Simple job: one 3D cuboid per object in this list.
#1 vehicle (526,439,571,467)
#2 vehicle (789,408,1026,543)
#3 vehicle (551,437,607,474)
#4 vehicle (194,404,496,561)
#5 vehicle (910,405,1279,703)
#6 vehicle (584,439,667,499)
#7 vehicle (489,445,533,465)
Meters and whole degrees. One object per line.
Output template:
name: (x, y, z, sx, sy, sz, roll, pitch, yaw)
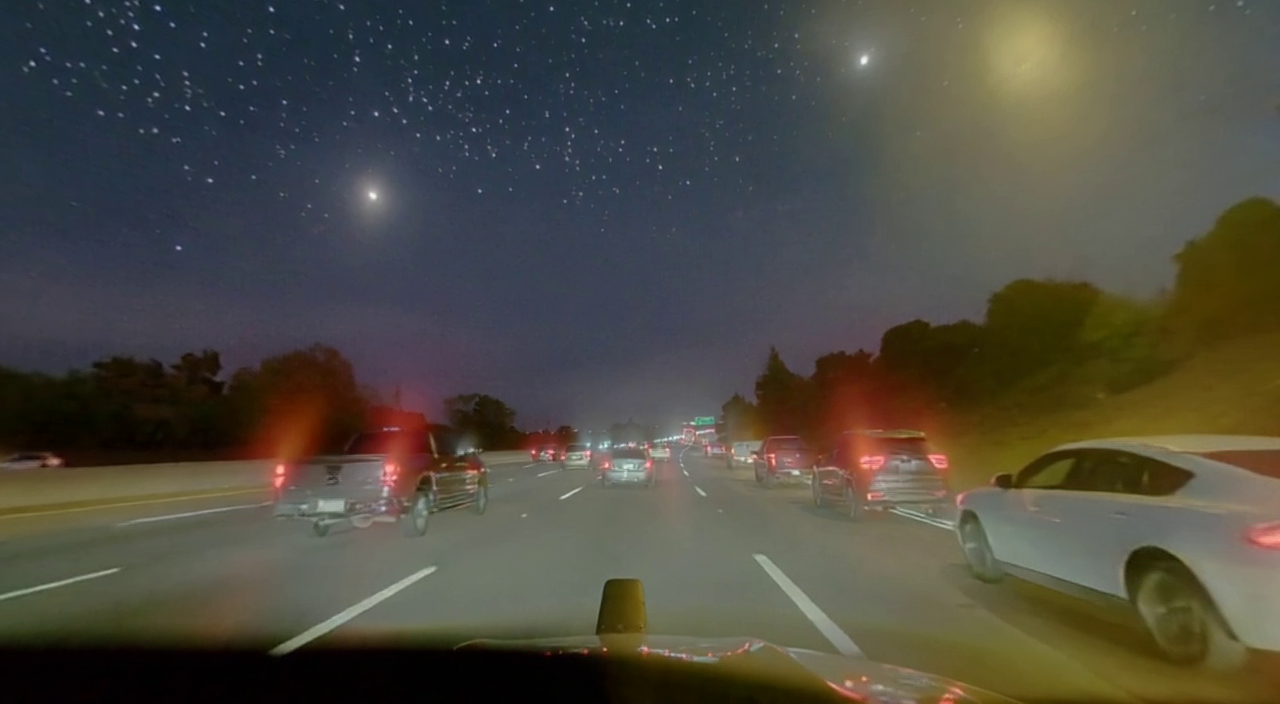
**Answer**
vehicle: (-5.993, 6.675, 41.805, 2.023, 1.693, 4.386, -1, -8, 3)
vehicle: (4.086, 1.974, 10.712, 2.003, 1.778, 4.658, 0, -8, 1)
vehicle: (-2.985, 5.195, 31.911, 2.153, 1.726, 4.546, -1, -8, 3)
vehicle: (-4.081, 1.930, 10.191, 2.110, 1.811, 5.585, 0, -8, 1)
vehicle: (3.804, 1.204, 4.342, 1.940, 1.475, 4.328, 0, -8, 0)
vehicle: (-0.333, 3.219, 17.789, 2.070, 1.456, 4.029, 0, -8, 1)
vehicle: (-9.709, 7.744, 47.698, 1.903, 1.460, 4.958, -1, -8, 5)
